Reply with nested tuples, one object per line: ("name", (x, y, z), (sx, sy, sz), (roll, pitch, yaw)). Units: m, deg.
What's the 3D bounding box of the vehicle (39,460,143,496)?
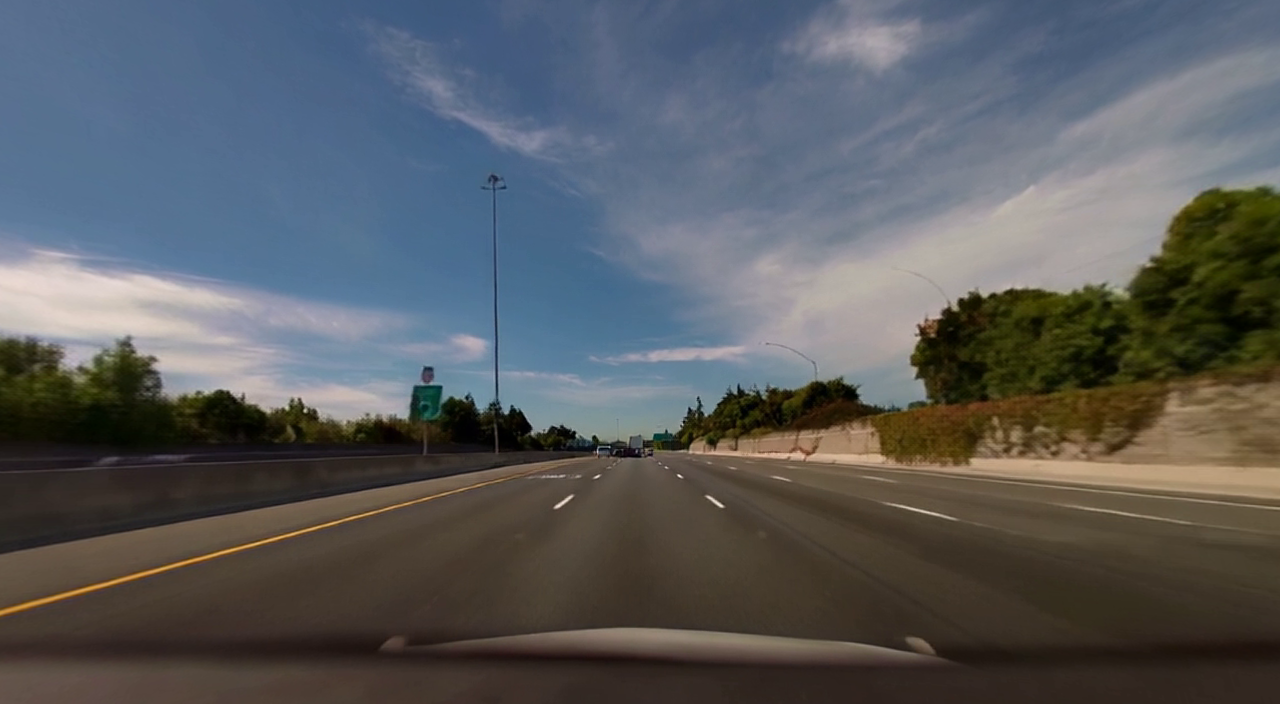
("vehicle", (-25.690, 5.871, 29.719), (1.571, 1.457, 3.707), (0, -8, 0))
